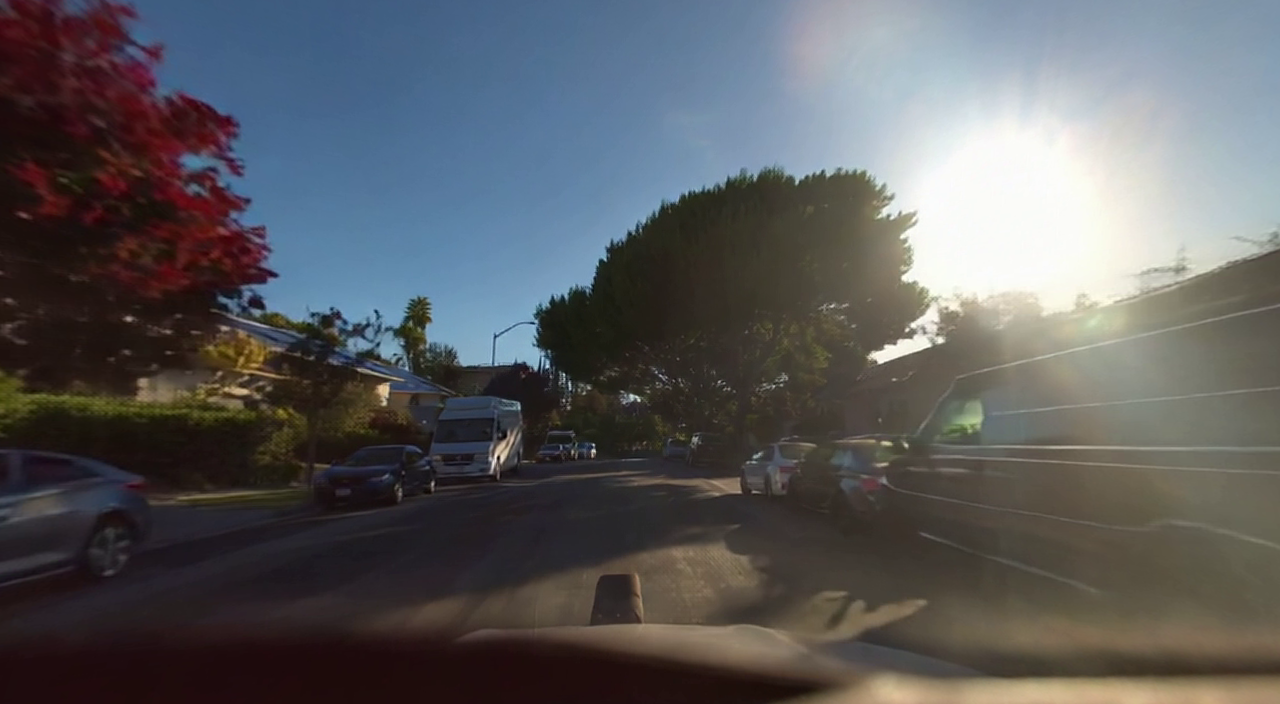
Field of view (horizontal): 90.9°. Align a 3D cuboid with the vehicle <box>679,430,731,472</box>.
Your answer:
[{"bbox_3d":[3.090,4.795,30.896,1.965,1.855,4.677,0,-8,-1],"label":"vehicle"}]

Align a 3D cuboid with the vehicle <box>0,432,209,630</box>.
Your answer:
[{"bbox_3d":[-6.028,1.470,5.174,1.818,1.563,4.483,-1,-9,0],"label":"vehicle"}]

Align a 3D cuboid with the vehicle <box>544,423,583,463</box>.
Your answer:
[{"bbox_3d":[-5.747,6.899,47.718,2.408,2.782,3.837,-3,-8,1],"label":"vehicle"}]

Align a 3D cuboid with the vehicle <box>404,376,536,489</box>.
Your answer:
[{"bbox_3d":[-6.143,3.121,24.349,2.896,3.648,8.004,0,-8,-1],"label":"vehicle"}]

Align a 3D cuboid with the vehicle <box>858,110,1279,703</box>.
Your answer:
[{"bbox_3d":[3.398,0.636,4.123,2.215,2.542,4.550,-2,-7,0],"label":"vehicle"}]

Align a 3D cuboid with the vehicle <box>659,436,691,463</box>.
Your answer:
[{"bbox_3d":[2.492,7.041,45.724,1.918,1.815,4.400,0,-8,-1],"label":"vehicle"}]

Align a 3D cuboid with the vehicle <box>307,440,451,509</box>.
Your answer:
[{"bbox_3d":[-6.261,2.934,15.686,1.921,1.470,4.068,0,-8,-1],"label":"vehicle"}]
